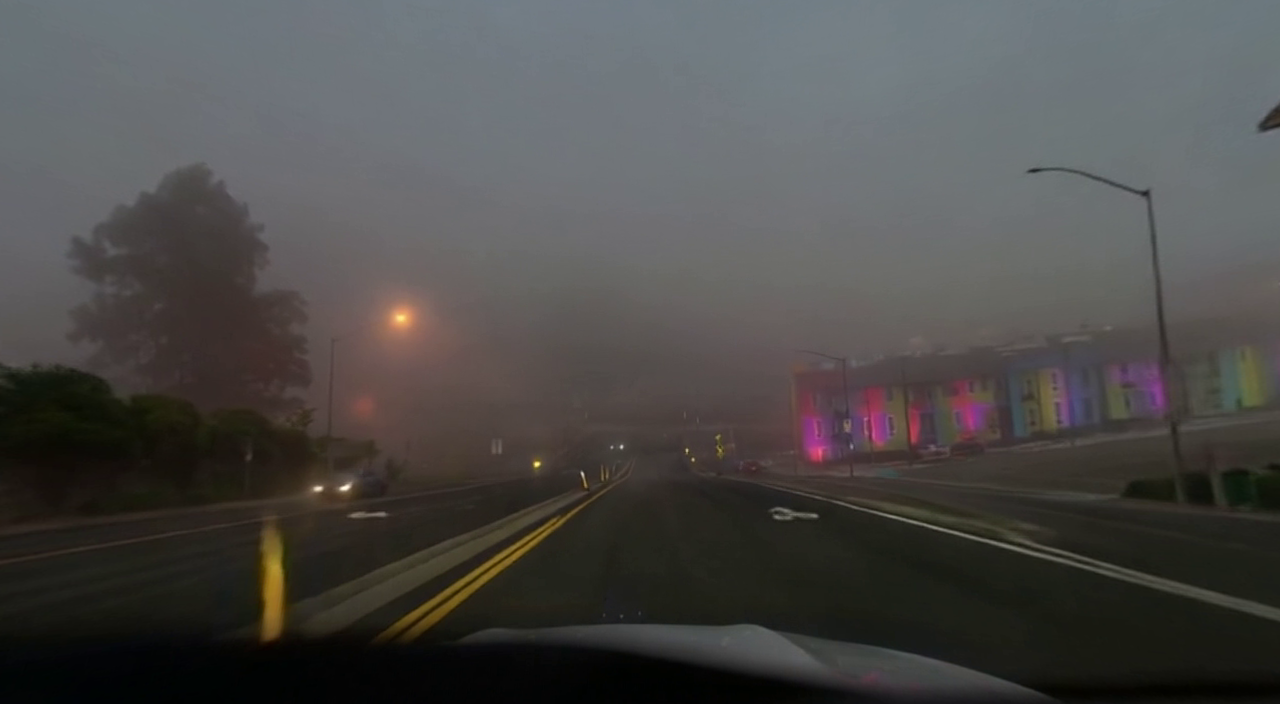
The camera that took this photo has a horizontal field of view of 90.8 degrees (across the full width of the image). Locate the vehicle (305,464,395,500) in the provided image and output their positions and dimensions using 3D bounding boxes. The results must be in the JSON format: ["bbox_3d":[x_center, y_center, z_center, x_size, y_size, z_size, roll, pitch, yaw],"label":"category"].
[{"bbox_3d":[-13.063,5.876,28.808,1.989,1.461,4.426,0,-10,0],"label":"vehicle"}]
